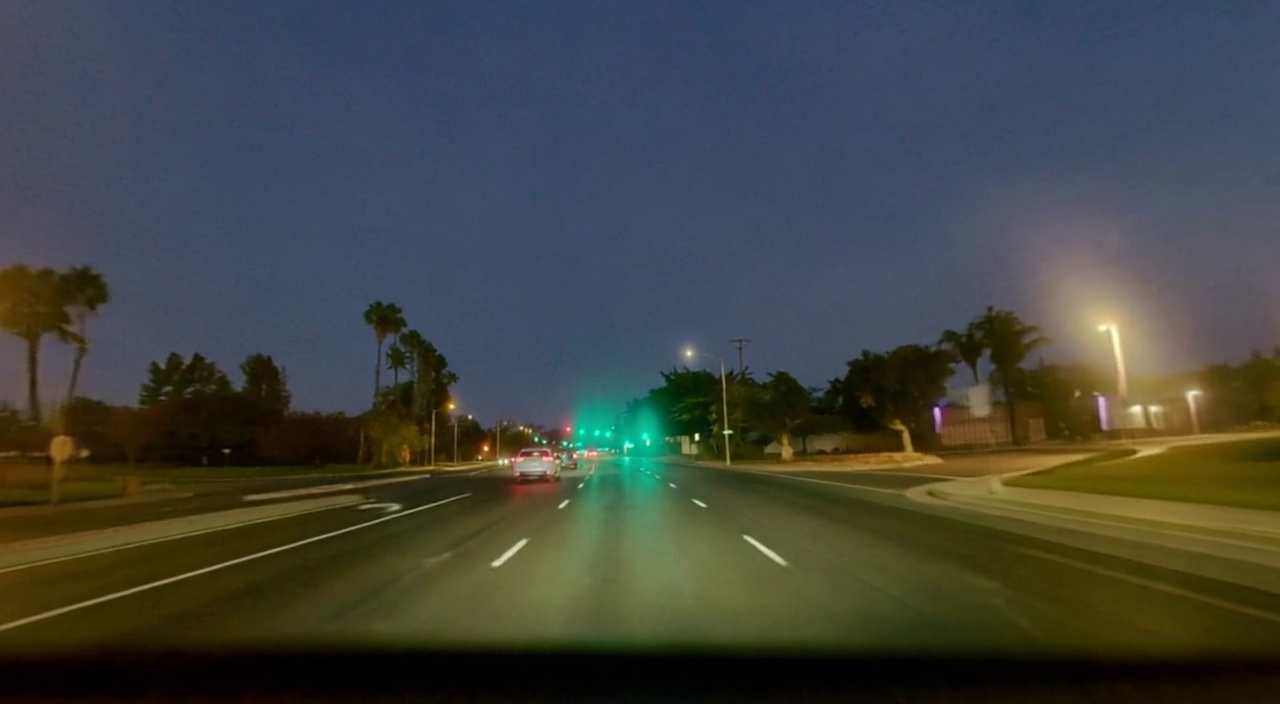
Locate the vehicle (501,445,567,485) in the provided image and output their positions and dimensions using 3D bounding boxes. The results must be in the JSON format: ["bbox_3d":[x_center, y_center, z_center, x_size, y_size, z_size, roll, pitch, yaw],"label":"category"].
[{"bbox_3d":[-4.306,4.669,26.440,2.108,1.475,4.555,0,-9,-2],"label":"vehicle"}]
